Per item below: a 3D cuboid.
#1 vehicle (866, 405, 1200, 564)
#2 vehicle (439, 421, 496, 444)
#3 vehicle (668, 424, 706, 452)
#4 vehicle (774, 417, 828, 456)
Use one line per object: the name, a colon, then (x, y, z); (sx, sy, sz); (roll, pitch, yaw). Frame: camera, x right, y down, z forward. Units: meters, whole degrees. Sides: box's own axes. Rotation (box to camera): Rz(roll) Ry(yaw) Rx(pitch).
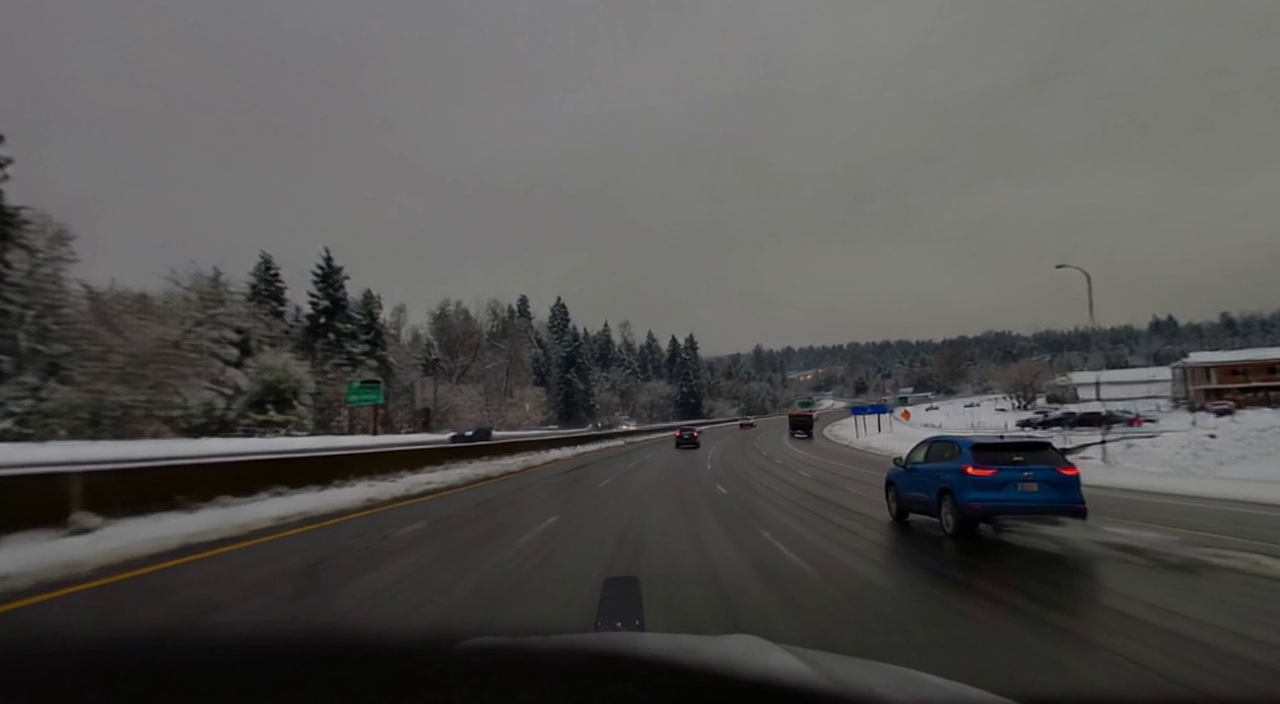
vehicle: (4.936, 1.720, 8.915); (2.097, 1.659, 4.320); (0, -8, 3)
vehicle: (-11.931, 5.676, 44.047); (1.967, 1.496, 4.871); (-1, -9, 9)
vehicle: (3.200, 5.807, 42.316); (2.181, 1.768, 4.383); (-1, -9, 9)
vehicle: (10.143, 5.433, 40.276); (2.526, 2.230, 6.190); (-1, -9, 7)
